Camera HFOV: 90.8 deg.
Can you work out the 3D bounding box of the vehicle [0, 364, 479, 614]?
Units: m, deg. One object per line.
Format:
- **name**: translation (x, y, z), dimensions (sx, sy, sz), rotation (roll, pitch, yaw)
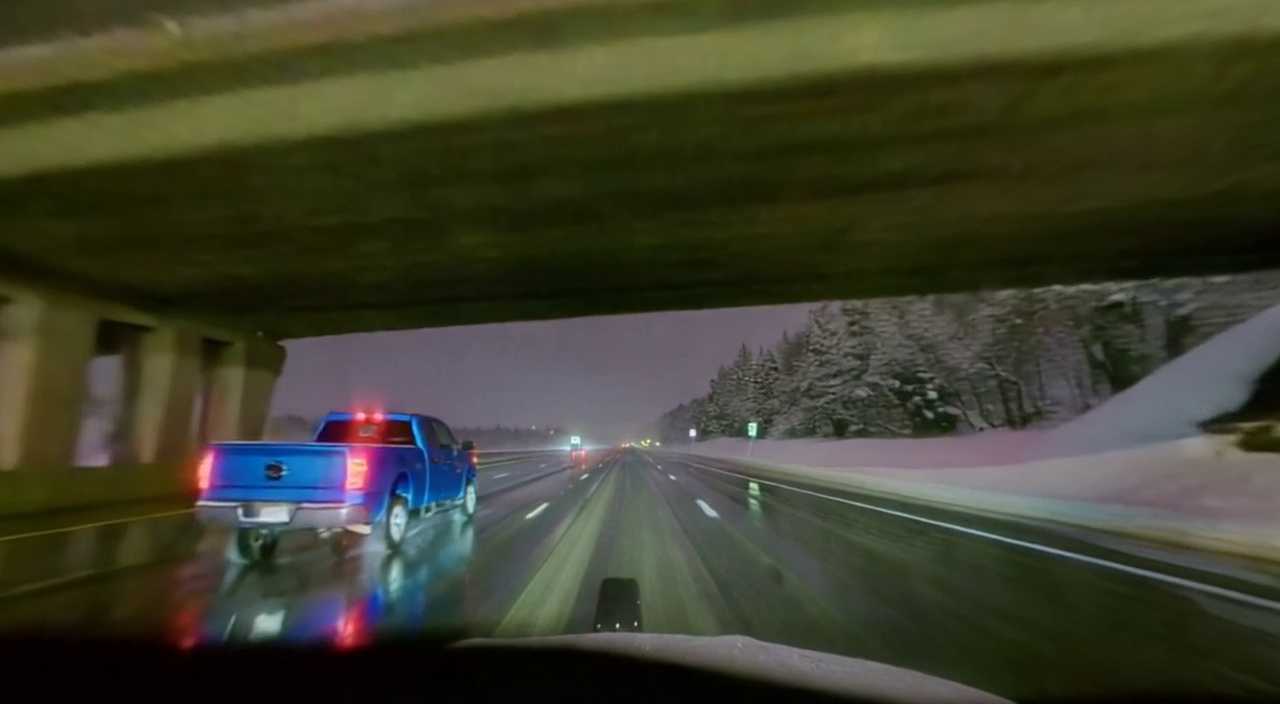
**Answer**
- **vehicle**: translation (-4.128, 1.525, 8.090), dimensions (2.529, 2.003, 5.904), rotation (0, -8, 1)
